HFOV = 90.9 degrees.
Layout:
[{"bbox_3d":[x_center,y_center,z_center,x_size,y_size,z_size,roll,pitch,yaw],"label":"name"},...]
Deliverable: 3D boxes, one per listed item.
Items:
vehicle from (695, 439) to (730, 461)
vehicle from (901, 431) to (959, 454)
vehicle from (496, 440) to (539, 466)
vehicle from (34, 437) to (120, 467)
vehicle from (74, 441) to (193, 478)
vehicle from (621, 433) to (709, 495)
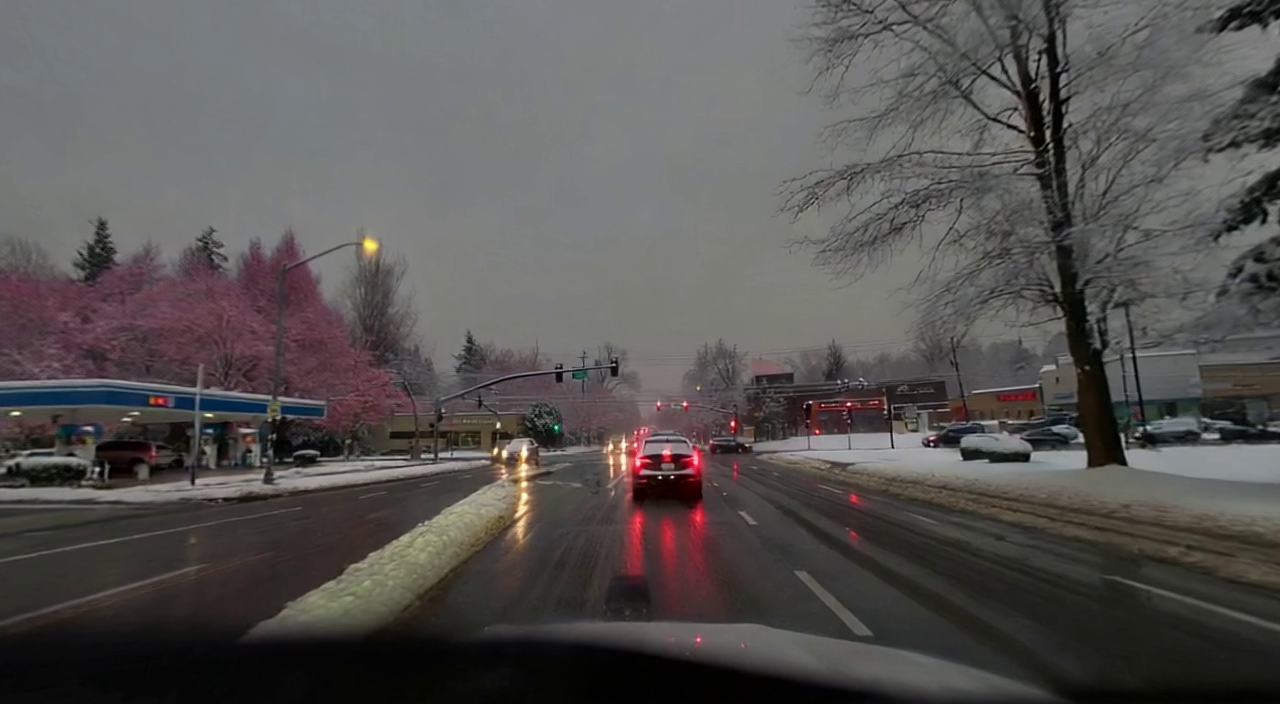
[{"bbox_3d":[5.154,6.996,45.179,2.047,1.470,4.251,0,-8,1],"label":"vehicle"},{"bbox_3d":[20.515,6.400,44.562,4.091,1.495,2.053,7,-11,-39],"label":"vehicle"},{"bbox_3d":[-8.257,6.839,42.894,2.108,1.671,4.535,0,-8,-2],"label":"vehicle"},{"bbox_3d":[-36.793,6.542,41.235,4.099,1.638,2.009,-4,-6,9],"label":"vehicle"},{"bbox_3d":[-26.843,5.663,33.641,1.946,1.816,4.792,-1,-8,7],"label":"vehicle"},{"bbox_3d":[0.694,3.004,17.302,2.112,1.482,4.057,0,-8,3],"label":"vehicle"}]
